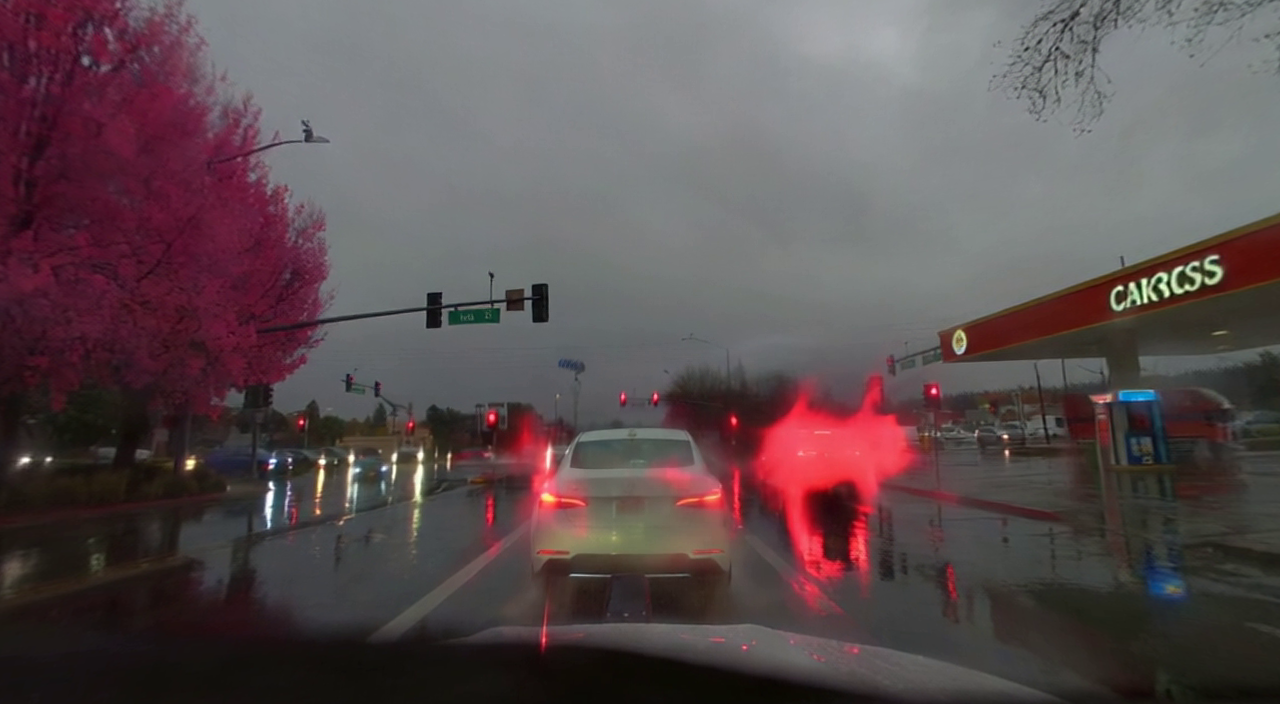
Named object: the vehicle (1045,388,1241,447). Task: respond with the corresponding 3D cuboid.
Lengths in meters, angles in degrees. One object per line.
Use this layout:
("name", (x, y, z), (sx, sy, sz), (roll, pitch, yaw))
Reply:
("vehicle", (34.164, 4.534, 43.093), (10.890, 3.868, 3.021), (0, -8, -3))

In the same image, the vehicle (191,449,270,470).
("vehicle", (-29.404, 7.746, 45.331), (4.466, 1.438, 1.837), (-1, -8, 5))

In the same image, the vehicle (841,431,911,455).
("vehicle", (18.281, 7.048, 49.017), (4.656, 1.605, 1.942), (-3, -8, 4))

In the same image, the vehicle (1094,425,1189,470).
("vehicle", (18.590, 3.515, 23.280), (4.300, 1.495, 2.053), (8, -12, -43))

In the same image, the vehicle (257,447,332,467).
("vehicle", (-26.728, 8.110, 48.816), (4.806, 1.472, 1.886), (-1, -8, 5))

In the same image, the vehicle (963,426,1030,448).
("vehicle", (27.104, 6.512, 48.016), (3.968, 1.572, 1.740), (0, -9, 4))

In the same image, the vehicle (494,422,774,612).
("vehicle", (-0.062, 1.605, 7.086), (2.213, 1.482, 4.057), (0, -8, 0))

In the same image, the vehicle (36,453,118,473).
("vehicle", (-41.443, 8.185, 46.437), (4.511, 1.407, 1.764), (-1, -8, 4))

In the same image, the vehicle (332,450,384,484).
("vehicle", (-13.801, 5.516, 30.693), (1.944, 1.465, 4.609), (4, -9, -27))

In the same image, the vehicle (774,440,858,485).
("vehicle", (6.551, 4.149, 24.028), (1.942, 1.511, 4.390), (0, -8, 0))
